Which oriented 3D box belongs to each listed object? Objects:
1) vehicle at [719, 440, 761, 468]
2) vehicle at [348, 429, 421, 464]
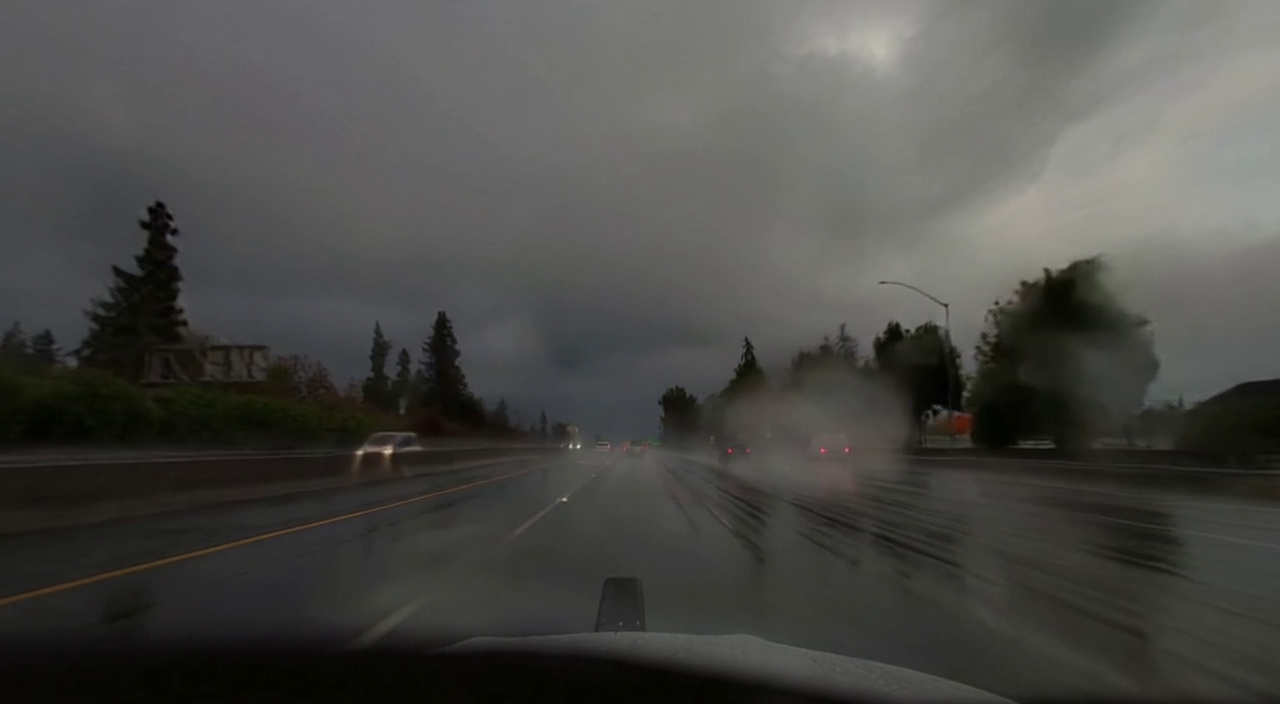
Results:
[{"bbox_3d":[6.564,6.746,41.912,2.081,1.705,3.926,0,-9,-1],"label":"vehicle"},{"bbox_3d":[-14.218,5.296,35.507,2.072,1.807,4.698,0,-9,1],"label":"vehicle"}]
